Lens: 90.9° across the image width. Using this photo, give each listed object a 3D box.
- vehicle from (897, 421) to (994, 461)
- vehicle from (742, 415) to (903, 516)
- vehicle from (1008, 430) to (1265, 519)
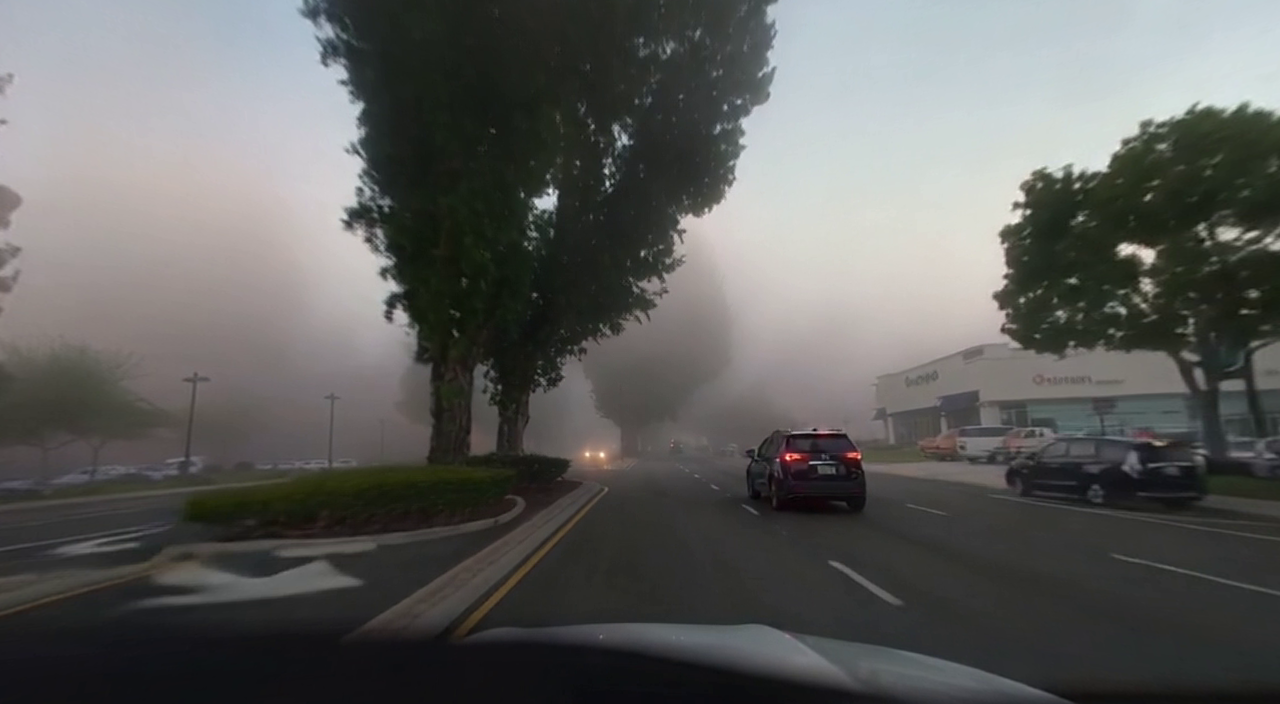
[{"bbox_3d":[15.814,4.676,33.038,2.139,1.881,5.511,0,-8,-2],"label":"vehicle"},{"bbox_3d":[3.751,2.436,13.977,2.183,1.845,4.482,0,-8,0],"label":"vehicle"},{"bbox_3d":[10.781,2.670,14.278,2.154,1.678,4.428,0,-8,0],"label":"vehicle"}]
